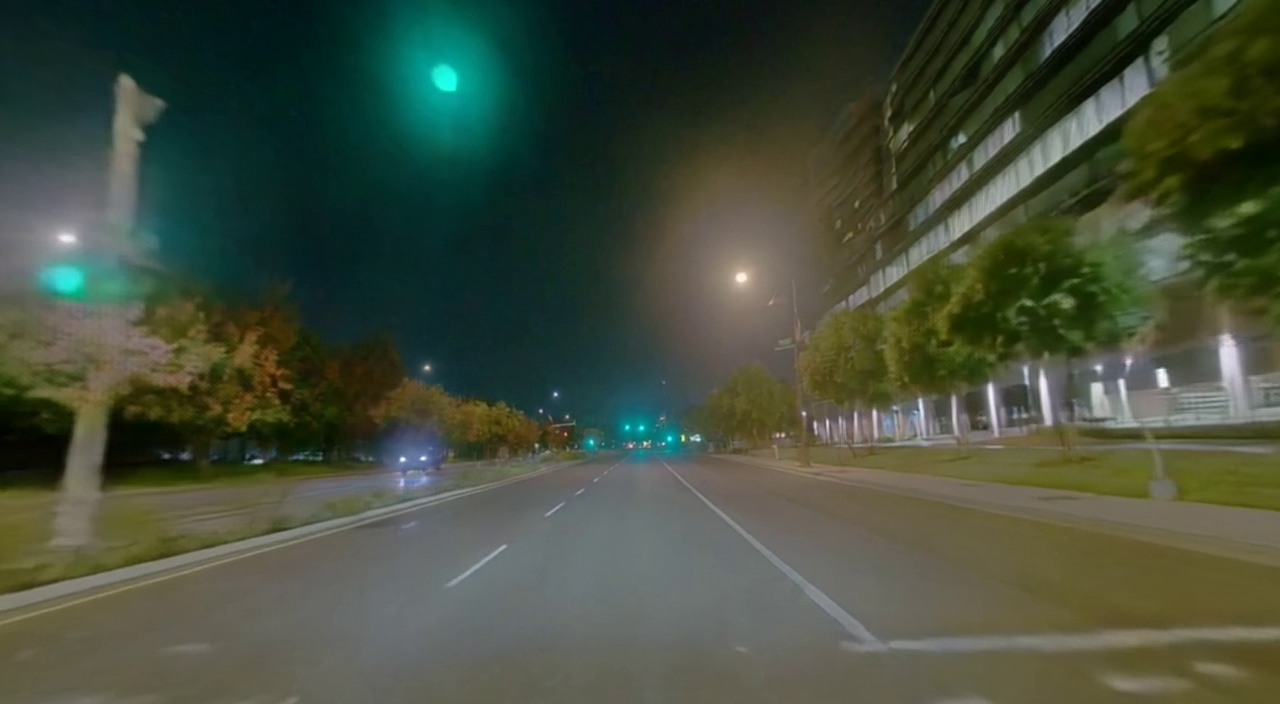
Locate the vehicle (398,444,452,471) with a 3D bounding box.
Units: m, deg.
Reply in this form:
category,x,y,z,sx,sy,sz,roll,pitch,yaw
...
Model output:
category,x,y,z,sx,sy,sz,roll,pitch,yaw
vehicle,-14.639,7.213,43.046,1.936,1.718,4.643,0,-8,1
